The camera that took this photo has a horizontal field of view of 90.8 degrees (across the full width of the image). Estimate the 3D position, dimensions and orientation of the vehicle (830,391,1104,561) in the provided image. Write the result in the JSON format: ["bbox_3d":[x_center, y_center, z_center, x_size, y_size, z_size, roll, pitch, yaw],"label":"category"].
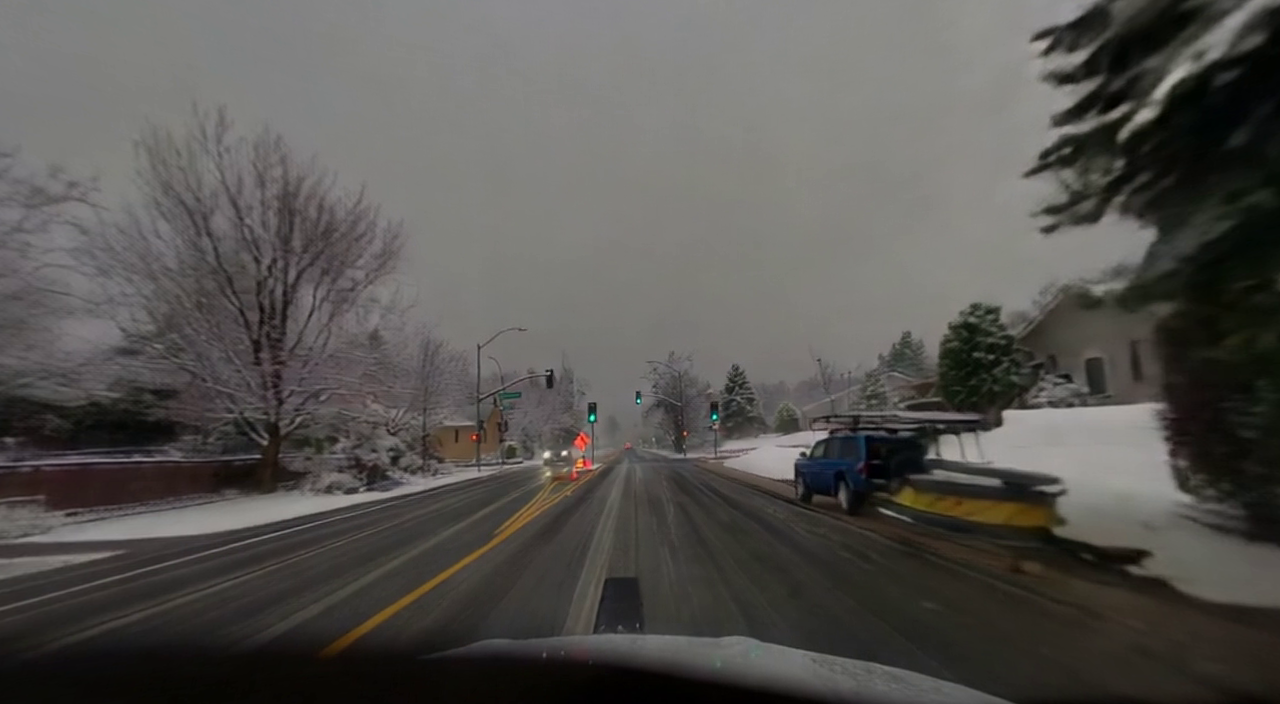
[{"bbox_3d":[4.271,1.680,9.016,2.241,1.935,3.270,-1,-9,4],"label":"vehicle"}]

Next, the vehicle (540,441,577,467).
[{"bbox_3d":[-6.250,7.866,48.801,2.240,1.879,4.847,0,-9,-1],"label":"vehicle"}]
